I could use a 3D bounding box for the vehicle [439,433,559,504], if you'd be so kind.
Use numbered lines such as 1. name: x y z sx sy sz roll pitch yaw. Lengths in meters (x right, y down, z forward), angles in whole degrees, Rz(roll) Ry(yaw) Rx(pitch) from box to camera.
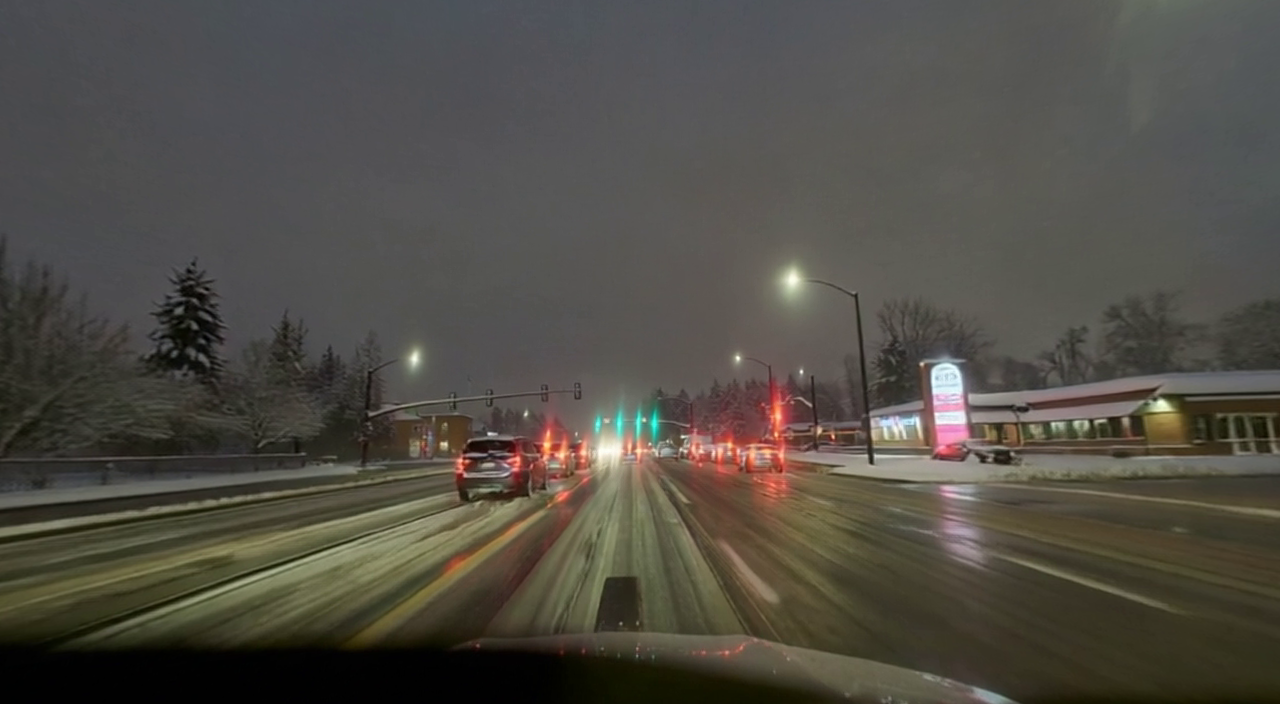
1. vehicle: -3.553 3.027 16.865 2.143 1.643 4.336 0 -8 1

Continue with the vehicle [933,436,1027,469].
1. vehicle: 16.311 4.844 30.593 1.819 1.457 4.680 0 -8 -2

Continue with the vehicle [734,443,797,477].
1. vehicle: 5.840 5.068 29.931 2.017 1.453 4.497 0 -8 0

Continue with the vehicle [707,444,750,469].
1. vehicle: 5.613 6.681 40.548 1.969 1.502 4.663 0 -8 -2
